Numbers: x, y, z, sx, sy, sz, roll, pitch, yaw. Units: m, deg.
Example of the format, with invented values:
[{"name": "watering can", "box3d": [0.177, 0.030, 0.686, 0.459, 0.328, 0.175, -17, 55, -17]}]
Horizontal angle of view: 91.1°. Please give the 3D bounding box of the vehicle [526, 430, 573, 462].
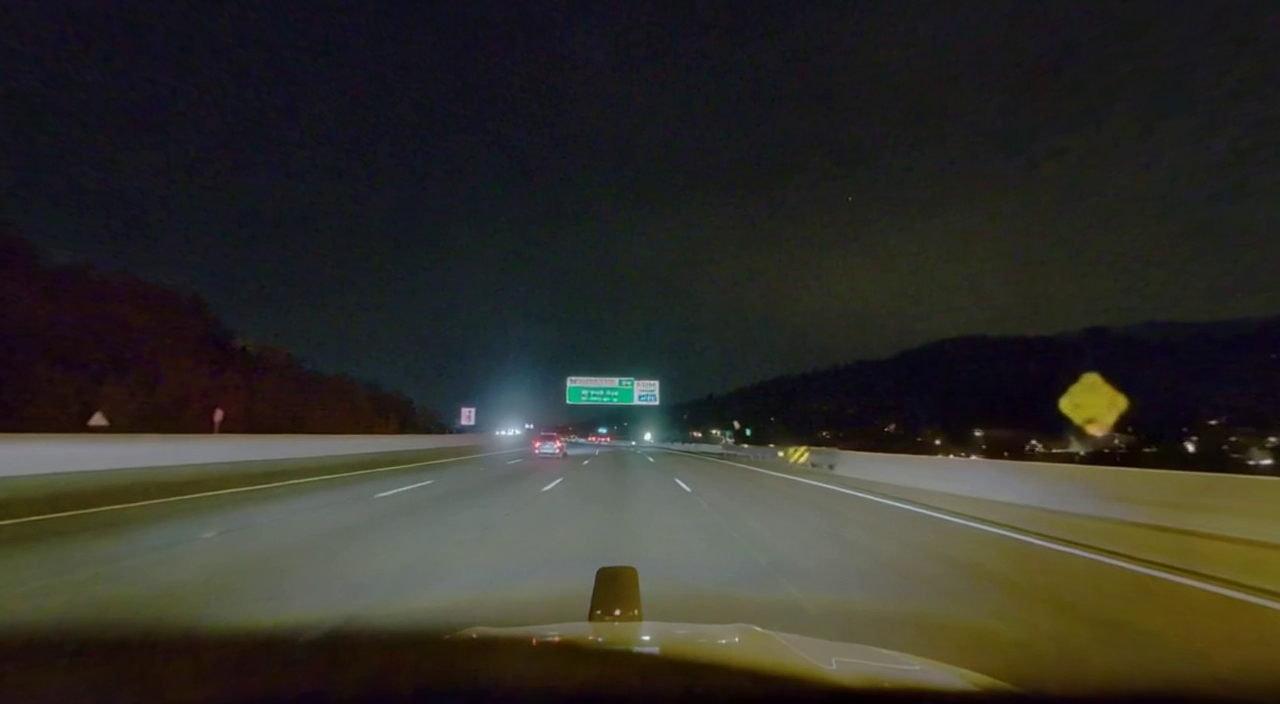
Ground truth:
[{"name": "vehicle", "box3d": [-4.555, 4.786, 32.141, 1.878, 1.548, 3.966, 0, -8, -1]}]
